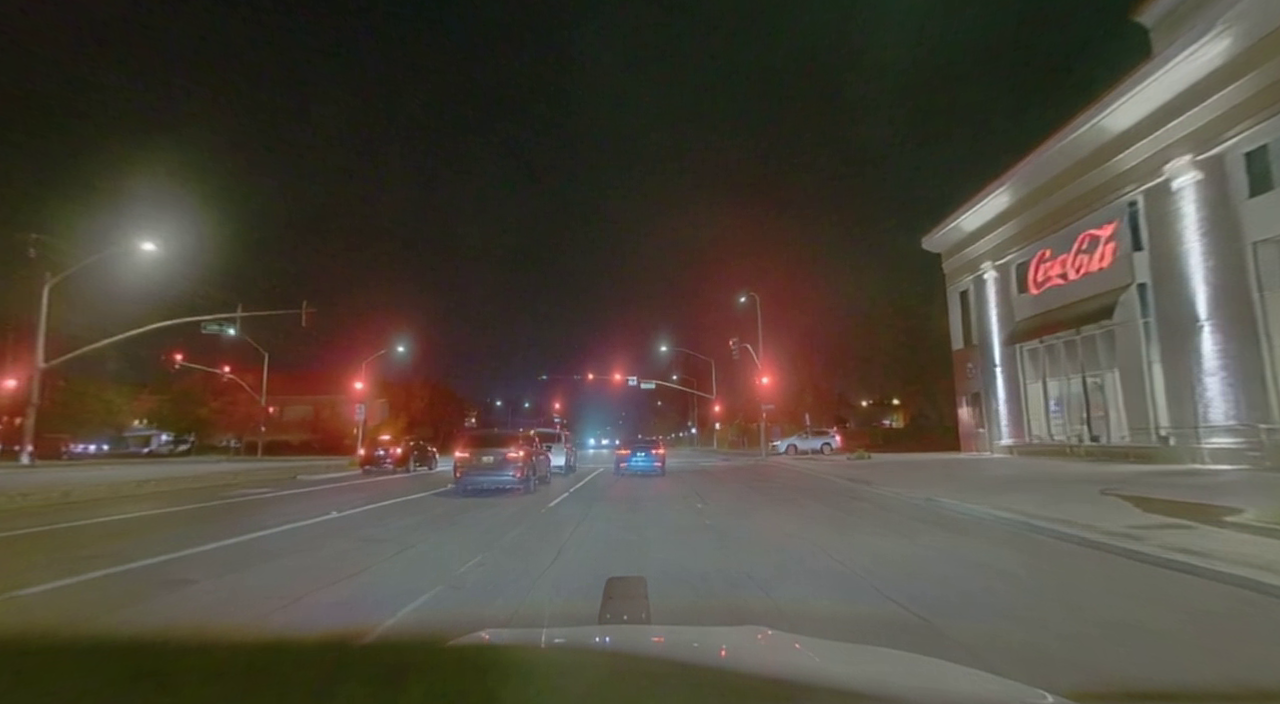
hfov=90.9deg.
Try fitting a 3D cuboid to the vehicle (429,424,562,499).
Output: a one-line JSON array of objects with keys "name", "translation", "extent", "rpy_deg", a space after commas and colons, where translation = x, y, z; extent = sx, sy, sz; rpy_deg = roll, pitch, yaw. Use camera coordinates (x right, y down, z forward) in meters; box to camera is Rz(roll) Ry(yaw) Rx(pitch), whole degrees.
[{"name": "vehicle", "translation": [-3.255, 2.584, 15.213], "extent": [2.029, 1.517, 4.375], "rpy_deg": [0, -8, 2]}]

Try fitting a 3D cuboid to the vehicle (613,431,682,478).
[{"name": "vehicle", "translation": [0.334, 3.621, 22.681], "extent": [2.258, 1.507, 3.896], "rpy_deg": [-1, -7, 3]}]

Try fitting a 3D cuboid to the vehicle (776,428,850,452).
[{"name": "vehicle", "translation": [13.133, 6.722, 48.057], "extent": [5.032, 1.762, 1.982], "rpy_deg": [0, -8, 0]}]

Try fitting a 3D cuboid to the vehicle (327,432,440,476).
[{"name": "vehicle", "translation": [-9.469, 3.818, 23.745], "extent": [2.096, 1.474, 4.585], "rpy_deg": [-1, -8, 3]}]
